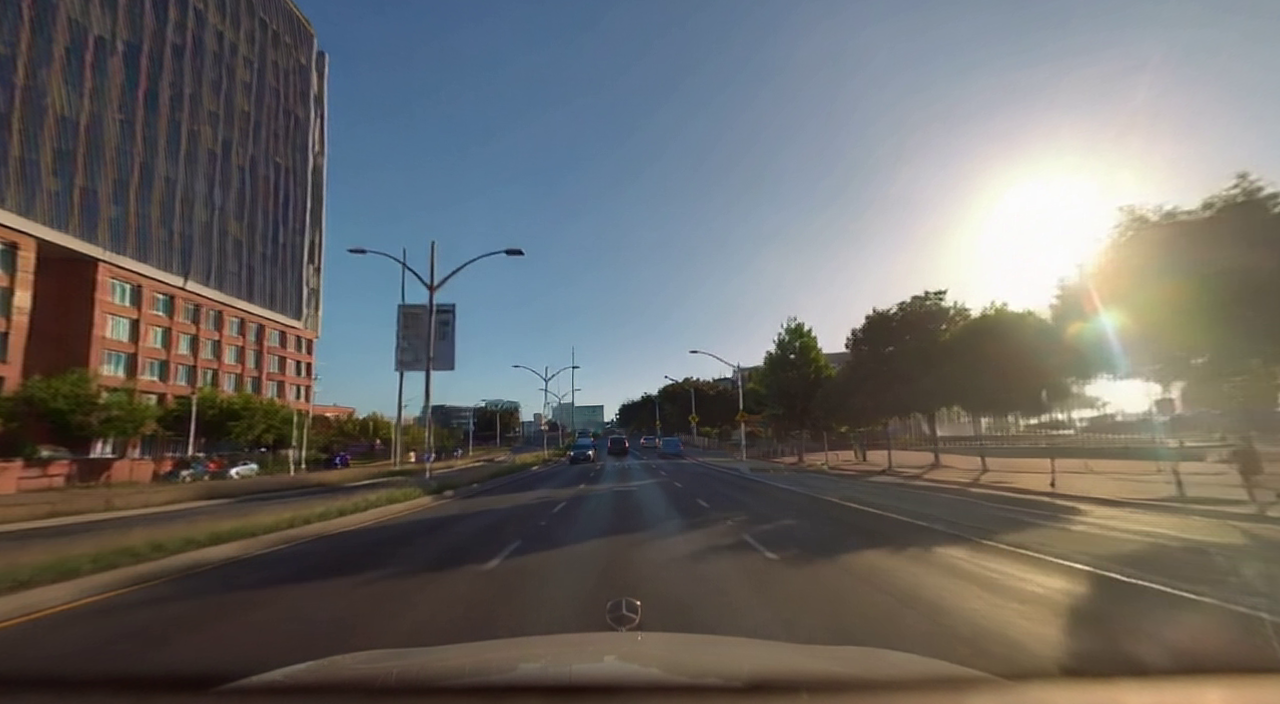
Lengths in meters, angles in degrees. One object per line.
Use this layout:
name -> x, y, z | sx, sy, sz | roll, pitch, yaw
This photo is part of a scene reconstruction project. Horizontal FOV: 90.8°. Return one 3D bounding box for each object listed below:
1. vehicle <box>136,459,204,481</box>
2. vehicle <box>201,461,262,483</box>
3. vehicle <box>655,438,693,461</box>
vehicle -> -35.515, 8.880, 47.843 | 3.762, 1.498, 1.983 | 4, -10, -28
vehicle -> -30.265, 8.897, 46.956 | 1.732, 1.427, 4.059 | 0, -8, 1
vehicle -> 2.284, 6.721, 43.667 | 2.090, 1.506, 4.382 | 0, -8, -3
